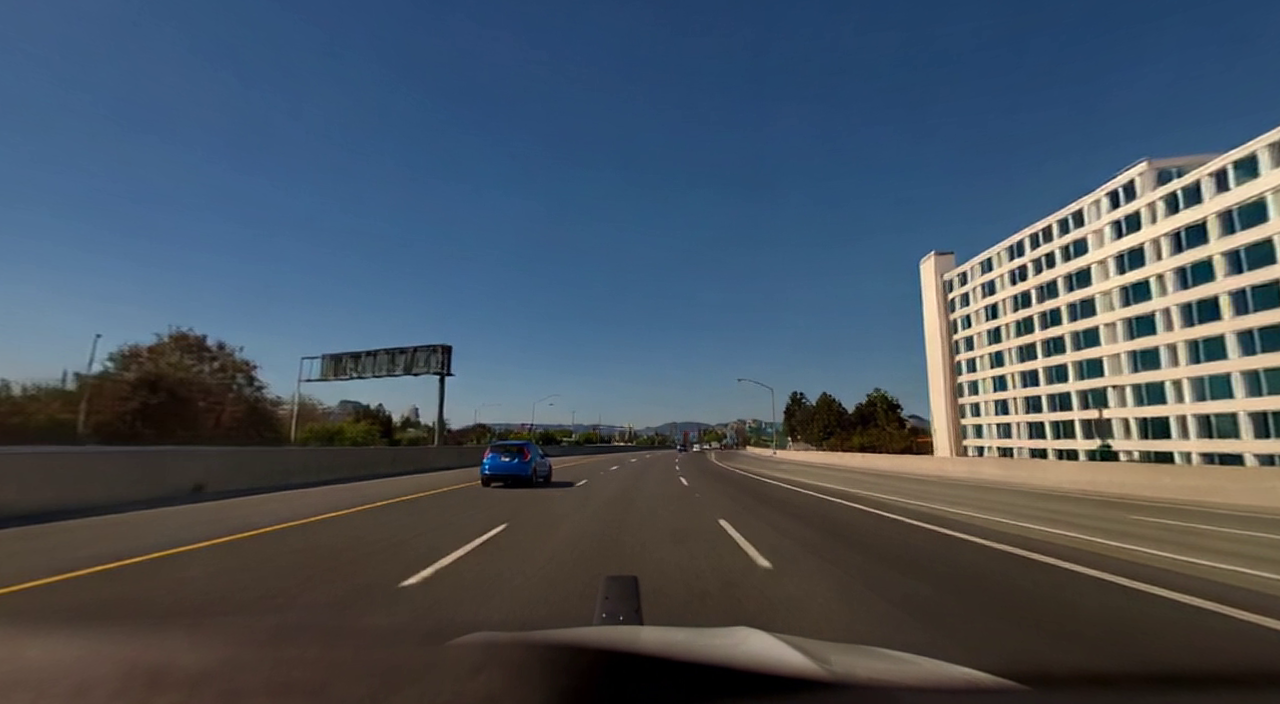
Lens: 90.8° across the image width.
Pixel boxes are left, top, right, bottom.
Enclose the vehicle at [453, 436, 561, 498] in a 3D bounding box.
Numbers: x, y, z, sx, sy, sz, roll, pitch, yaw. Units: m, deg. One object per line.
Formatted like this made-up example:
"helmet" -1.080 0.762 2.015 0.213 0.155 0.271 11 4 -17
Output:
"vehicle" -3.744 3.339 18.781 2.087 1.566 4.756 0 -9 2
